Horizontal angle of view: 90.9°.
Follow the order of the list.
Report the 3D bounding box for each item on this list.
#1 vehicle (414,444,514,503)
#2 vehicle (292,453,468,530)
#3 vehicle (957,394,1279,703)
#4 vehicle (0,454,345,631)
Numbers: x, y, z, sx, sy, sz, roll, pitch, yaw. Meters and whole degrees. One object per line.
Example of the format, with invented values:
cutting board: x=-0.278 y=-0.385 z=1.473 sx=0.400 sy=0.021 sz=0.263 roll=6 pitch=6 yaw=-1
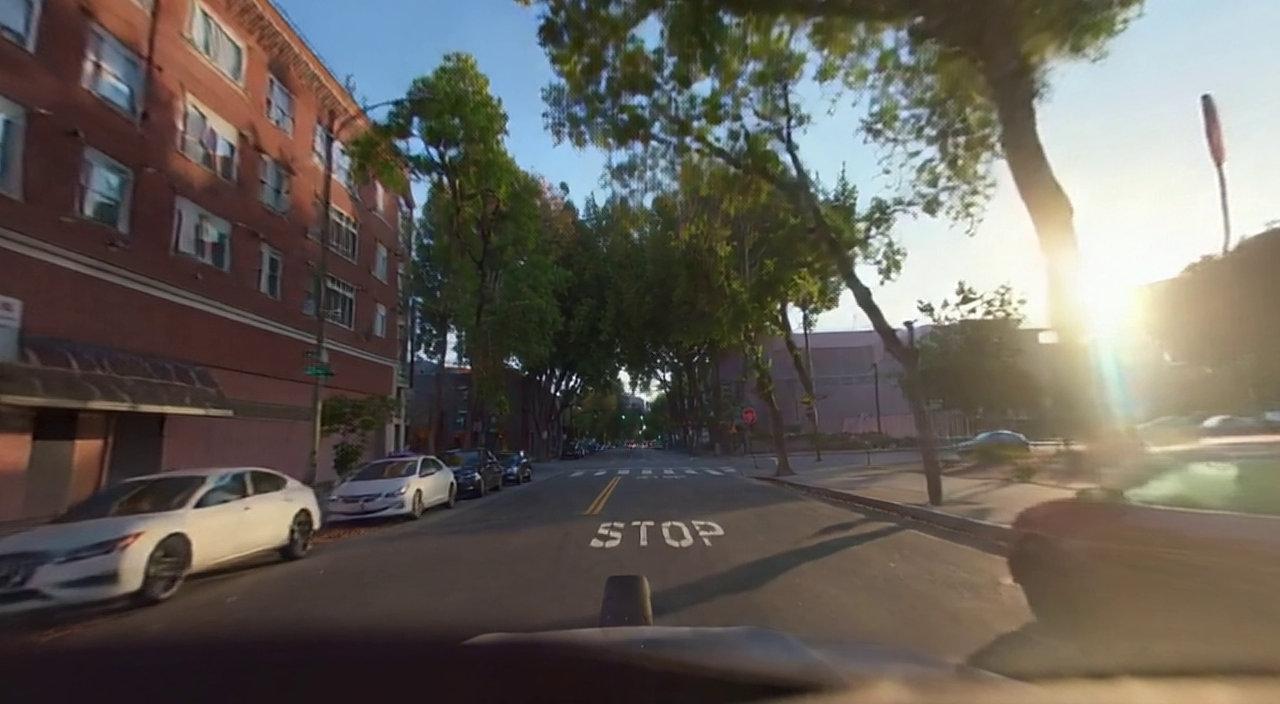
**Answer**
vehicle: x=-5.440 y=3.784 z=20.175 sx=1.901 sy=1.631 sz=4.570 roll=0 pitch=-8 yaw=0
vehicle: x=-5.682 y=3.079 z=14.560 sx=2.131 sy=1.407 sz=4.547 roll=0 pitch=-8 yaw=0
vehicle: x=3.735 y=1.017 z=3.104 sx=1.978 sy=1.554 sz=4.192 roll=0 pitch=-8 yaw=-3
vehicle: x=-5.585 y=2.034 z=7.762 sx=1.834 sy=1.463 sz=4.337 roll=0 pitch=-8 yaw=-1
